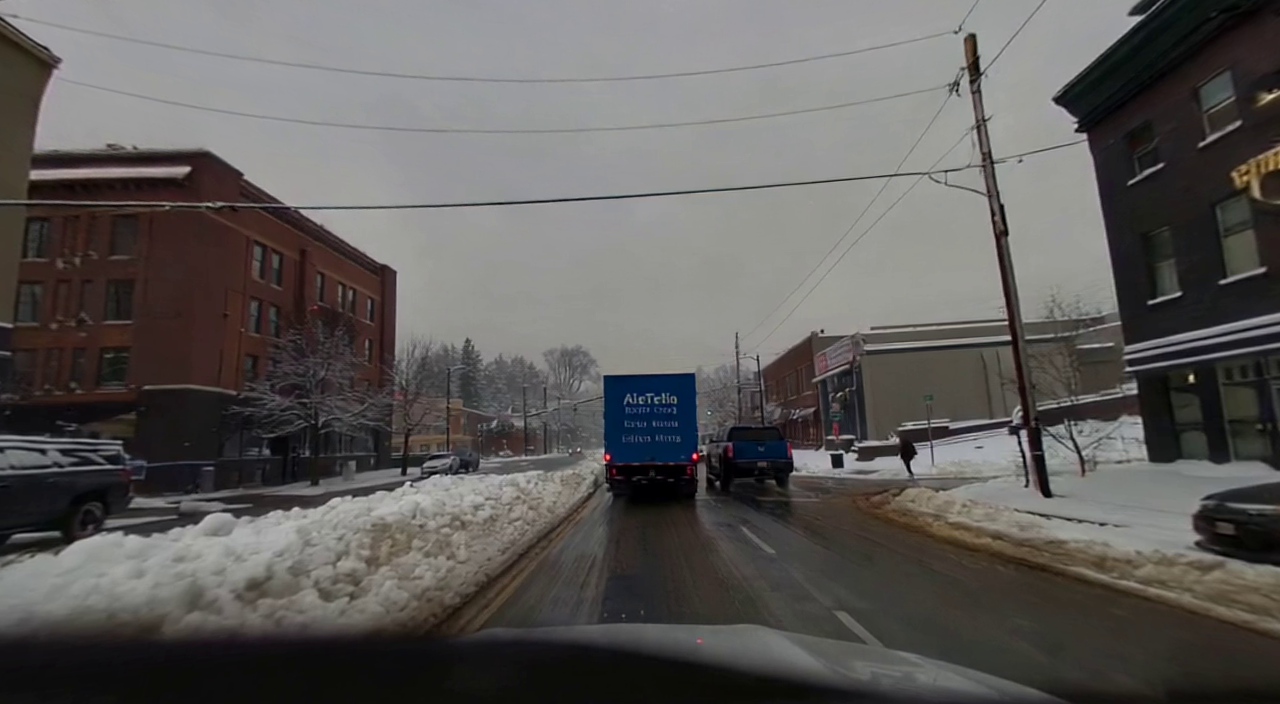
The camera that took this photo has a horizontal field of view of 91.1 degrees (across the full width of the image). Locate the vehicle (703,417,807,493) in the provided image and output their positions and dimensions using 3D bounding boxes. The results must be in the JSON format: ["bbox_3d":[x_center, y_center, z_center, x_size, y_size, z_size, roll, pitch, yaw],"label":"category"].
[{"bbox_3d":[3.441,3.236,20.029,2.346,2.062,5.236,0,-8,0],"label":"vehicle"}]

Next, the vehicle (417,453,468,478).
[{"bbox_3d":[-13.129,7.548,41.963,1.901,1.508,4.405,0,-8,1],"label":"vehicle"}]

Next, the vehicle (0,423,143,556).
[{"bbox_3d":[-13.030,2.613,12.041,2.404,2.420,5.460,0,-9,1],"label":"vehicle"}]

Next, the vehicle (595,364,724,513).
[{"bbox_3d":[0.285,2.145,15.531,2.517,2.926,6.177,0,-9,-2],"label":"vehicle"}]

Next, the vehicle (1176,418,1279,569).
[{"bbox_3d":[9.560,1.620,7.315,4.463,1.677,2.003,-3,-9,16],"label":"vehicle"}]
